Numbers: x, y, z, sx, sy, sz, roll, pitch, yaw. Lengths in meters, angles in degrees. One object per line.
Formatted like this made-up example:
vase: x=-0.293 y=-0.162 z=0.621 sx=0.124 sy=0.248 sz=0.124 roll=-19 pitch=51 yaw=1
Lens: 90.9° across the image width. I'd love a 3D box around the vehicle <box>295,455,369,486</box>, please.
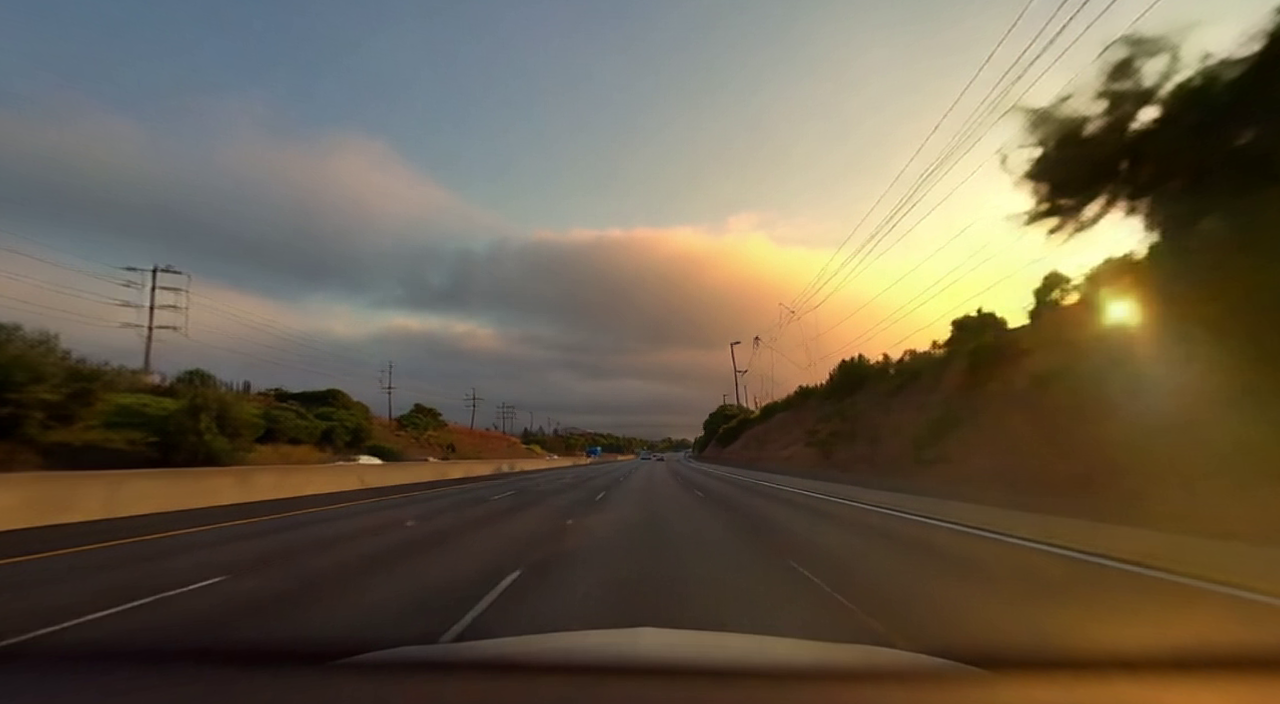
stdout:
vehicle: x=-18.070 y=6.927 z=37.213 sx=1.879 sy=1.641 sz=4.747 roll=0 pitch=-9 yaw=1
